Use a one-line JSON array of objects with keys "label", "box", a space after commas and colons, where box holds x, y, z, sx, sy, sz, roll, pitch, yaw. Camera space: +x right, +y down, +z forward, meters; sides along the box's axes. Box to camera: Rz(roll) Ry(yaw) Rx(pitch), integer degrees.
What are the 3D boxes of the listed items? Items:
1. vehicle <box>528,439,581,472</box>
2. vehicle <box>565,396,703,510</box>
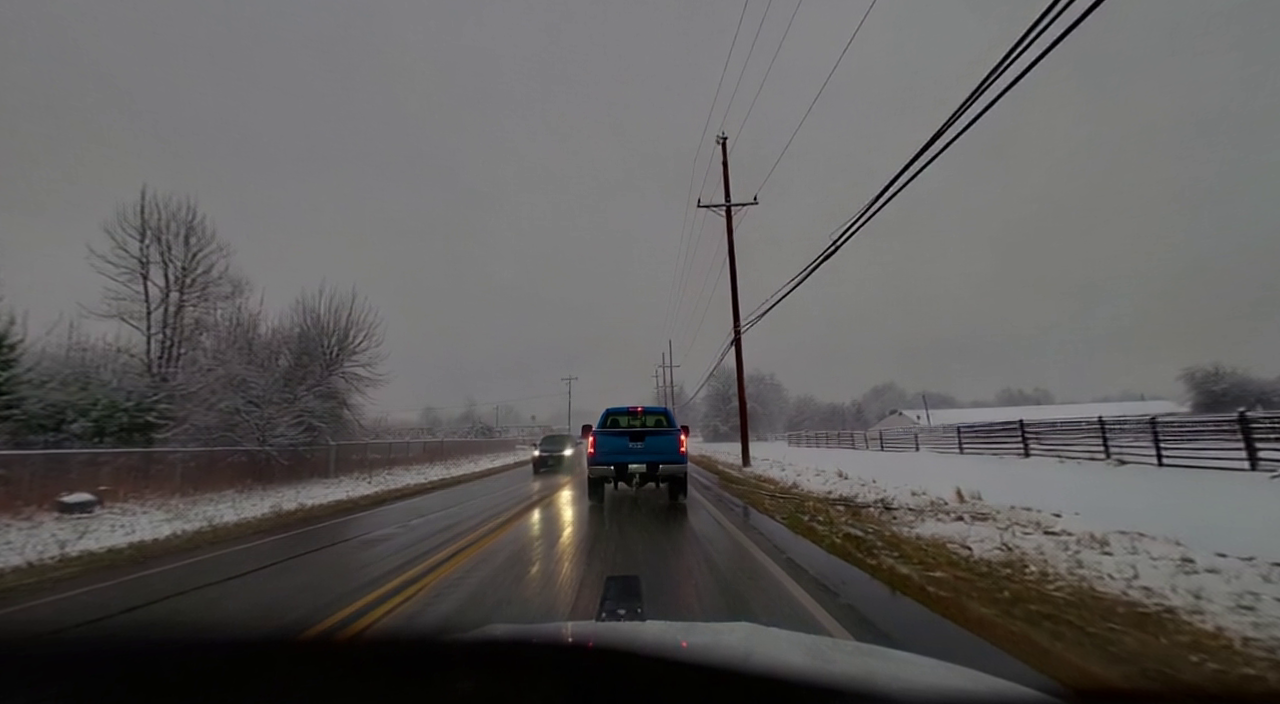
[{"label": "vehicle", "box": [-4.153, 5.118, 31.409, 1.935, 1.489, 4.495, 0, -8, 1]}, {"label": "vehicle", "box": [-0.169, 2.412, 15.376, 2.693, 2.223, 5.885, 0, -8, -1]}]
